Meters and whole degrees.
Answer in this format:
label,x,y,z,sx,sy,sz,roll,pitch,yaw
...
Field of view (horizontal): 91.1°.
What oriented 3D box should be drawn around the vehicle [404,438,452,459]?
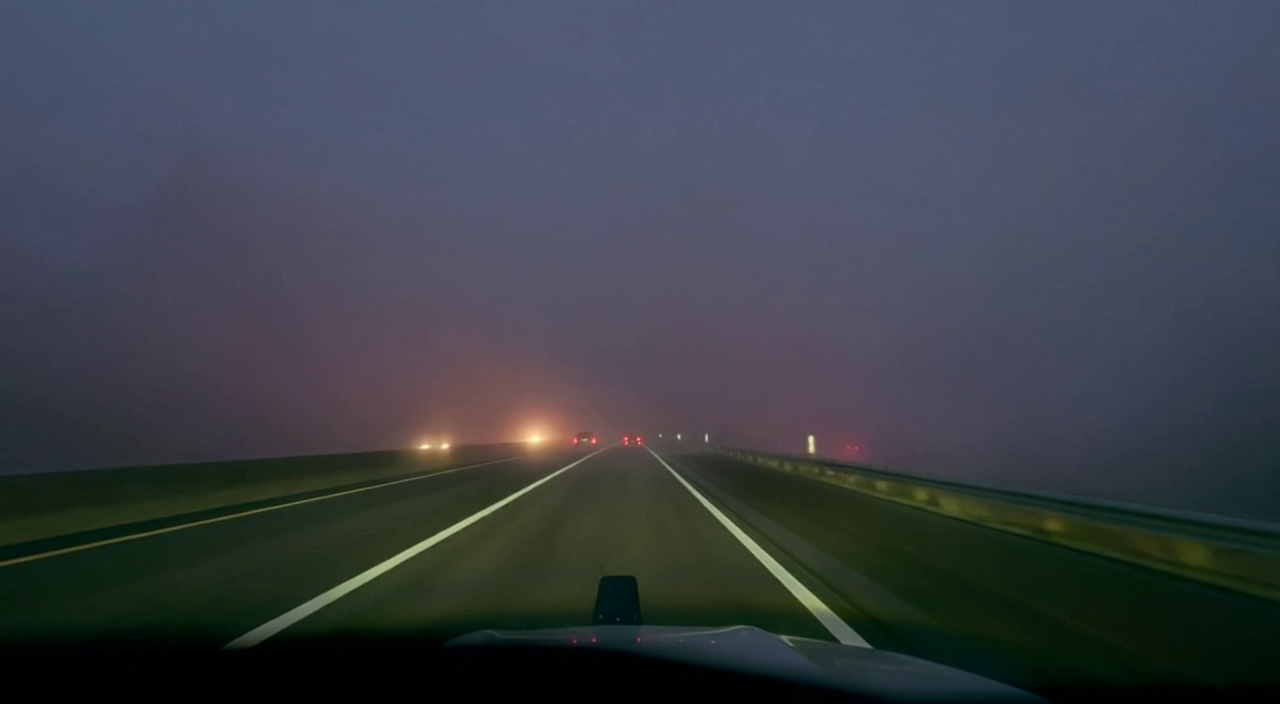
label,x,y,z,sx,sy,sz,roll,pitch,yaw
vehicle,-15.481,7.028,46.068,1.785,1.464,4.607,-1,-8,2
